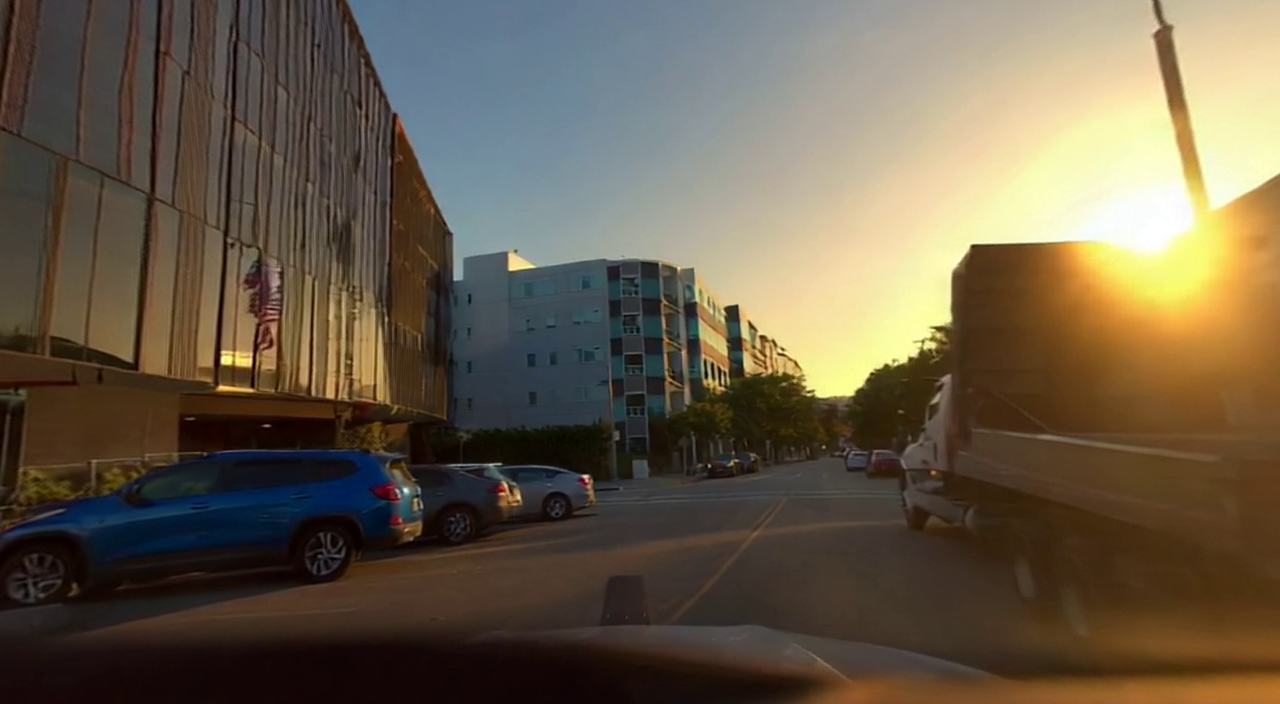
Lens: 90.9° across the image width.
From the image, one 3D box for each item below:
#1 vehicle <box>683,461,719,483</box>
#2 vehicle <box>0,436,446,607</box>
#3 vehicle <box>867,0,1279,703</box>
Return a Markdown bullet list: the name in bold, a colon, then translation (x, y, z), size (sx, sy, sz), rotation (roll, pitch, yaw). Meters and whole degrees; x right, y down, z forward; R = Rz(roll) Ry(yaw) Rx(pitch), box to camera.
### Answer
- **vehicle**: translation (4.660, 9.075, 47.717), size (1.798, 1.459, 4.306), rotation (-3, -9, 17)
- **vehicle**: translation (-5.599, 2.177, 9.012), size (5.022, 1.872, 2.137), rotation (4, -10, -27)
- **vehicle**: translation (5.149, 0.660, 8.866), size (3.320, 4.034, 11.553), rotation (-3, -9, 19)
